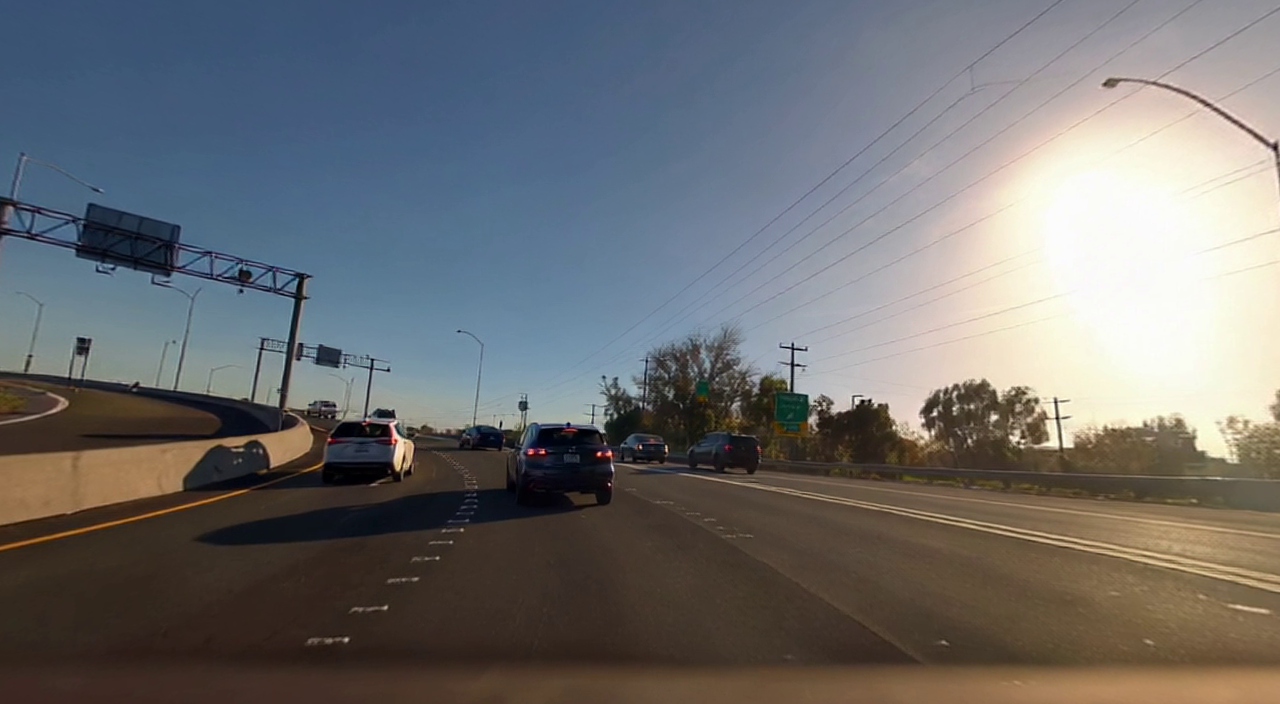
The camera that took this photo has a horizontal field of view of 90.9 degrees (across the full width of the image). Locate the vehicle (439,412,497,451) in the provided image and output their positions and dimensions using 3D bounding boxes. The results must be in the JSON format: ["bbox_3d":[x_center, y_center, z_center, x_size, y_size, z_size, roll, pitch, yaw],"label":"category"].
[{"bbox_3d":[-8.859,4.104,32.215,2.042,1.817,4.650,4,-9,-25],"label":"vehicle"}]

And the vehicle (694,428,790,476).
[{"bbox_3d":[4.153,4.195,26.628,2.079,1.807,4.682,2,-9,-17],"label":"vehicle"}]

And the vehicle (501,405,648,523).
[{"bbox_3d":[-1.412,1.981,11.646,2.140,1.724,4.304,2,-9,-13],"label":"vehicle"}]

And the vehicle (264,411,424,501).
[{"bbox_3d":[-5.831,2.103,13.106,2.033,1.501,4.623,2,-9,-13],"label":"vehicle"}]
